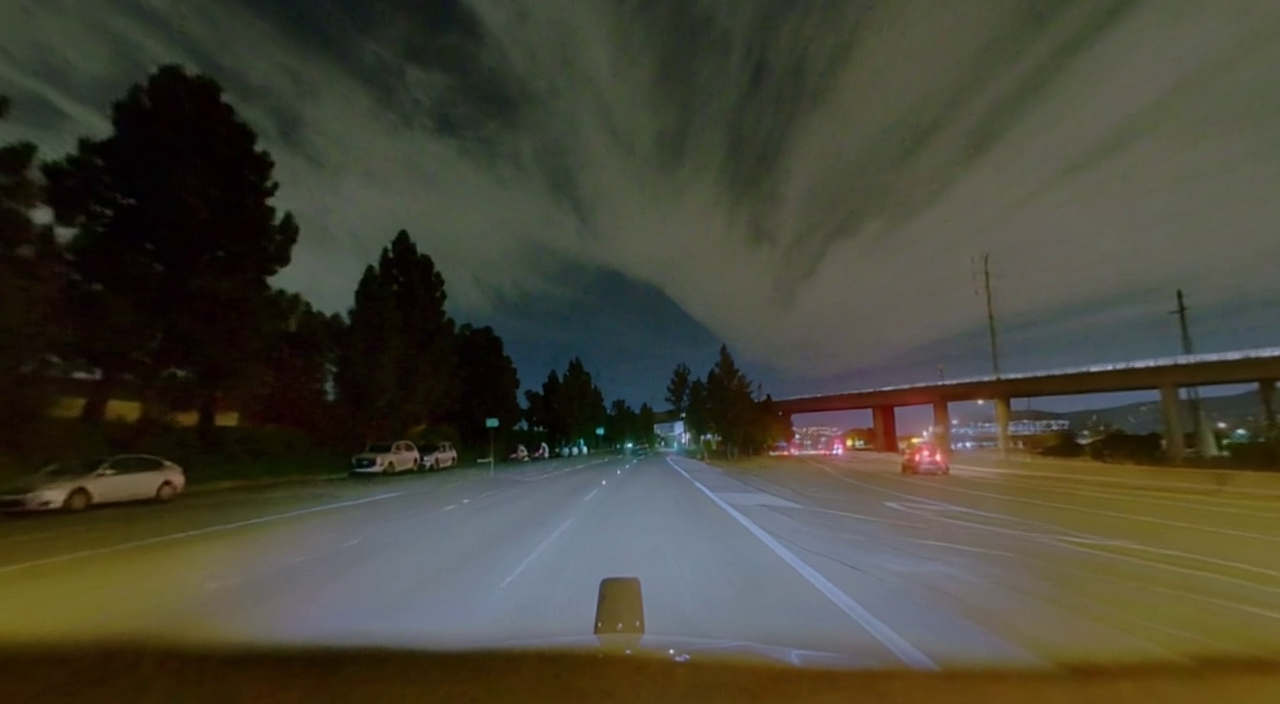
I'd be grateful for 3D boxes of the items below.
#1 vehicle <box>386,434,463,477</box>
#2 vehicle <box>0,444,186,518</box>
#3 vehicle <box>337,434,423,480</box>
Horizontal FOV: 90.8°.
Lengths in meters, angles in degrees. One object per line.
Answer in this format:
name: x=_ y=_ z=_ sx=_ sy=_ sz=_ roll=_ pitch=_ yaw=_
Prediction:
vehicle: x=-12.961 y=6.251 z=38.581 sx=2.307 sy=2.349 sz=6.335 roll=1 pitch=-8 yaw=1
vehicle: x=-13.644 y=3.042 z=15.361 sx=1.847 sy=1.498 sz=4.368 roll=1 pitch=-10 yaw=2
vehicle: x=-13.026 y=5.298 z=32.117 sx=2.136 sy=2.016 sz=5.354 roll=2 pitch=-9 yaw=-2
